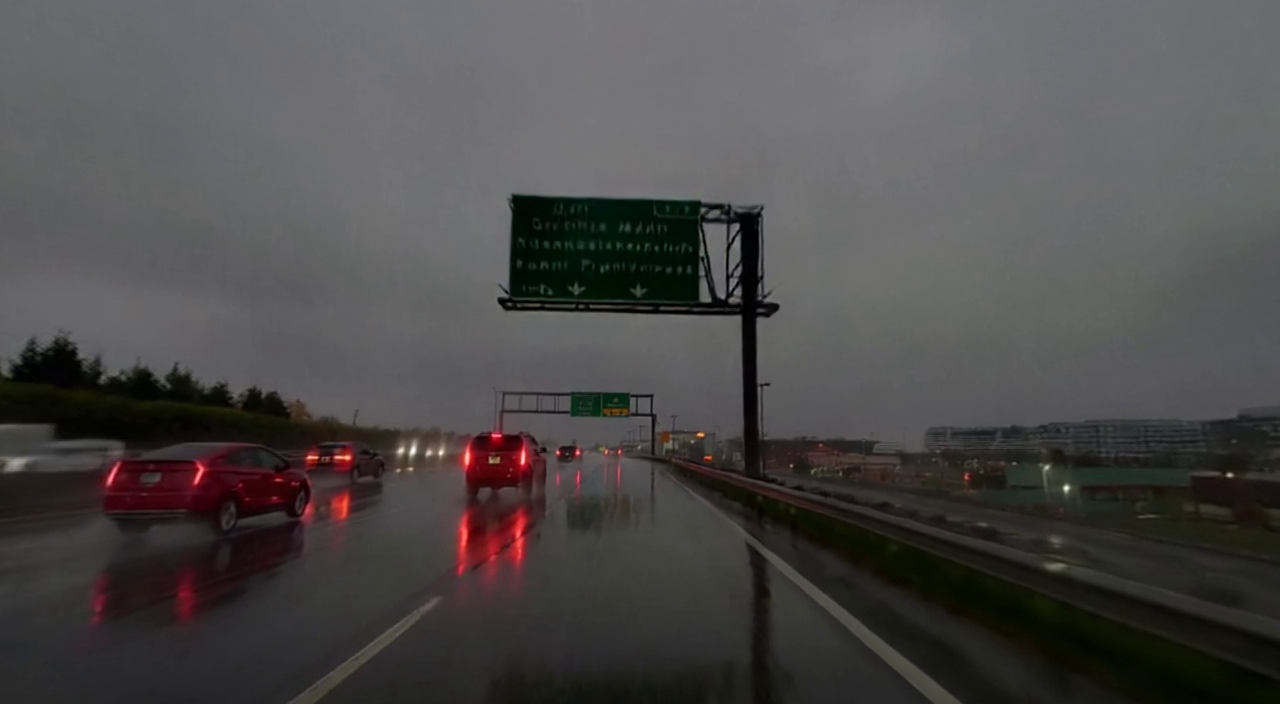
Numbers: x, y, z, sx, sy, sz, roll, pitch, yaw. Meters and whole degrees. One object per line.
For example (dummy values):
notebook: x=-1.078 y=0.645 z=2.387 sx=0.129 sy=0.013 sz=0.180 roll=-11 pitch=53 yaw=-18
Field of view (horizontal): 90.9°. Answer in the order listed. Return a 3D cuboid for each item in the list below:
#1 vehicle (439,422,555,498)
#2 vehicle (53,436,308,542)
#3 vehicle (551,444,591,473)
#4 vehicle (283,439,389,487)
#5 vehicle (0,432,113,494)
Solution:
vehicle: x=-4.111 y=3.225 z=19.261 sx=2.301 sy=1.985 sz=5.247 roll=0 pitch=-8 yaw=0
vehicle: x=-7.521 y=2.217 z=10.819 sx=1.796 sy=1.509 sz=3.393 roll=0 pitch=-8 yaw=-1
vehicle: x=-4.067 y=6.330 z=37.601 sx=1.955 sy=1.614 sz=3.817 roll=0 pitch=-8 yaw=-1
vehicle: x=-11.701 y=4.267 z=24.656 sx=1.919 sy=1.665 sz=4.394 roll=0 pitch=-8 yaw=0
vehicle: x=-20.559 y=3.534 z=20.253 sx=2.224 sy=1.888 sz=5.868 roll=0 pitch=-8 yaw=-1
